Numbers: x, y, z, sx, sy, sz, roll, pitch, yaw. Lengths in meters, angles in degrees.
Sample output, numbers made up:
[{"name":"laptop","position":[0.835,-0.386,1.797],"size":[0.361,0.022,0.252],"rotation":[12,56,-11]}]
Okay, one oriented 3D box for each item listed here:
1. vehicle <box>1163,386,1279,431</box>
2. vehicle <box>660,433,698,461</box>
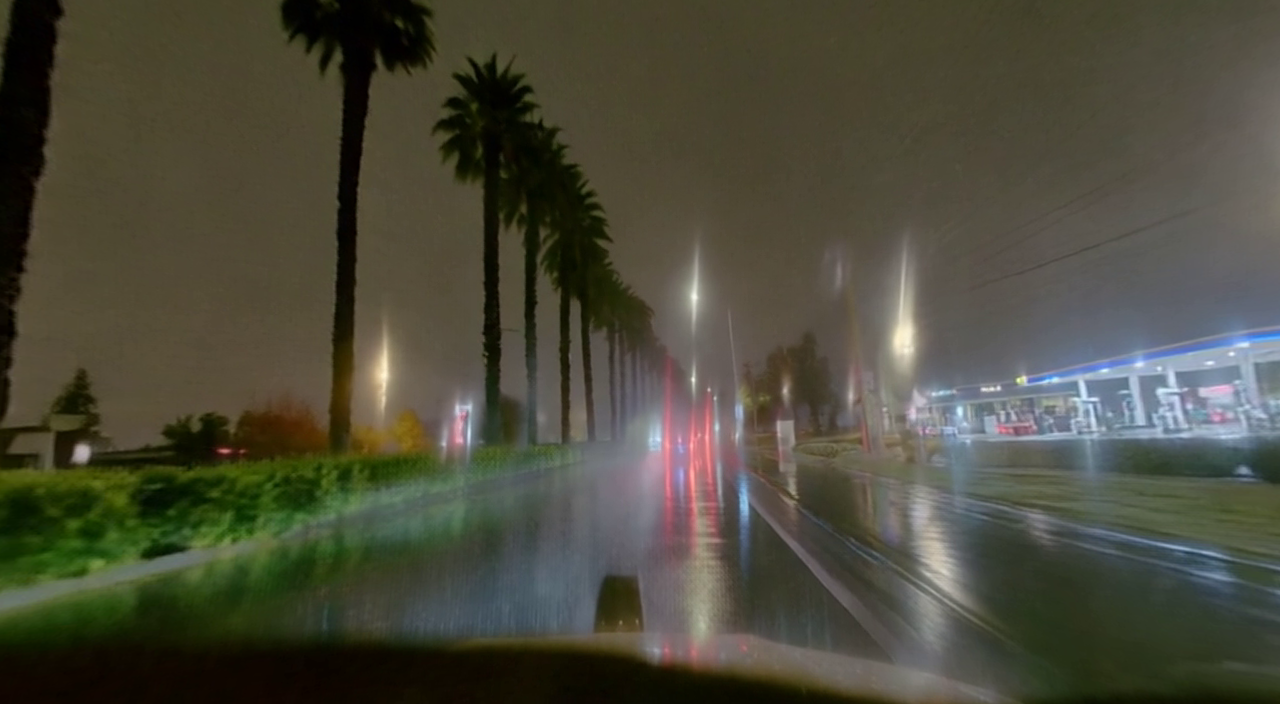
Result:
[{"name":"vehicle","position":[26.194,2.460,27.523],"size":[4.513,1.657,2.002],"rotation":[-5,-9,10]},{"name":"vehicle","position":[2.323,5.513,36.516],"size":[2.050,1.509,4.148],"rotation":[-1,-8,5]}]
